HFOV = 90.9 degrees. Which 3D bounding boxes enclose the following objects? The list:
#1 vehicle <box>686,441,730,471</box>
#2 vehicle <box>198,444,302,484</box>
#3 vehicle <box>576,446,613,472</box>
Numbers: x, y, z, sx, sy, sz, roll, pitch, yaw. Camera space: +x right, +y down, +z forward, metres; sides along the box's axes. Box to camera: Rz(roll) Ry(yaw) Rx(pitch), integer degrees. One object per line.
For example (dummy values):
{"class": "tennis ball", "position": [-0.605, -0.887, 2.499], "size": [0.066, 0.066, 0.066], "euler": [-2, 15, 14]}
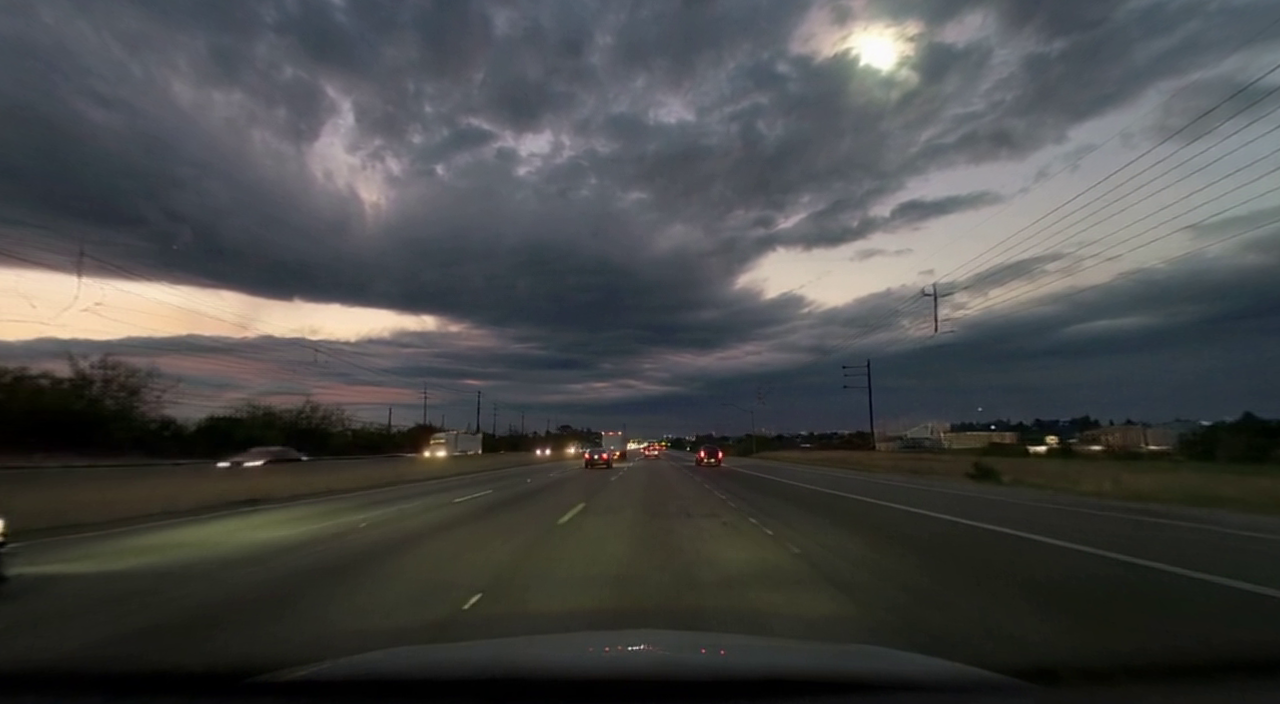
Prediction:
{"class": "vehicle", "position": [4.305, 6.639, 40.379], "size": [2.214, 1.799, 4.627], "euler": [0, -9, -1]}
{"class": "vehicle", "position": [-15.336, 4.395, 25.014], "size": [1.790, 1.461, 3.501], "euler": [0, -9, 1]}
{"class": "vehicle", "position": [-2.797, 6.660, 39.453], "size": [2.004, 1.498, 4.043], "euler": [0, -9, 1]}
